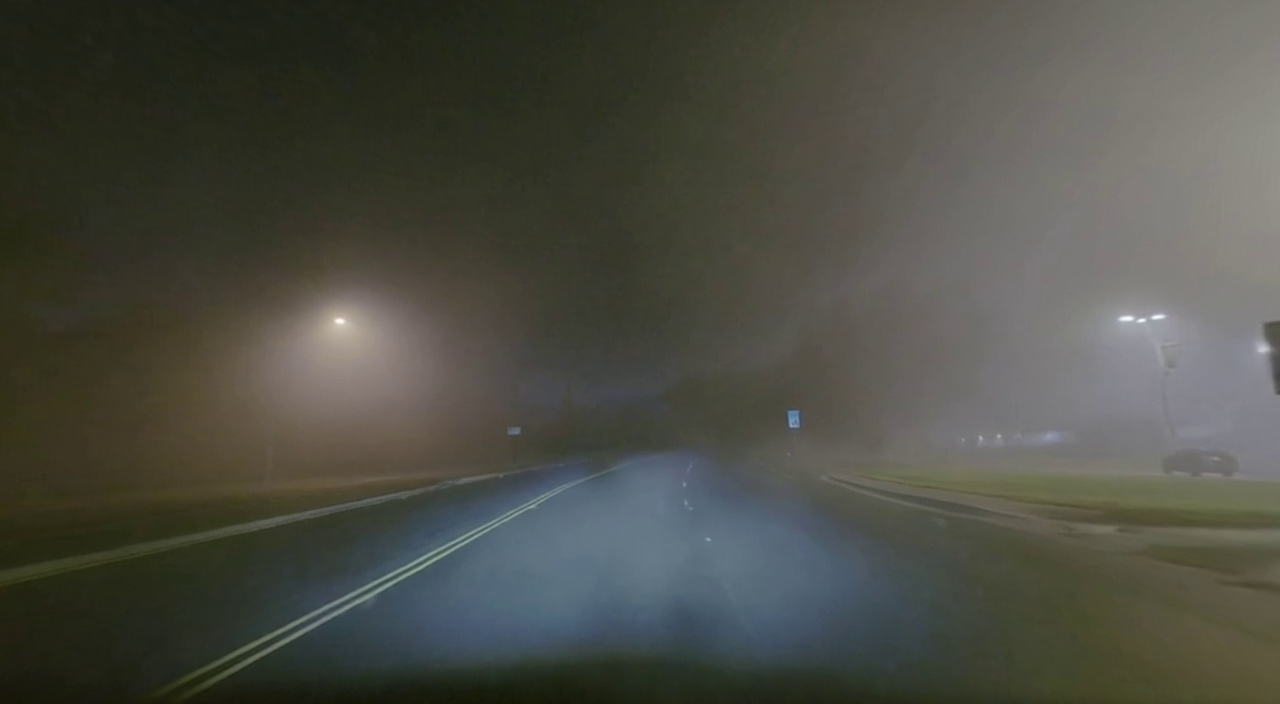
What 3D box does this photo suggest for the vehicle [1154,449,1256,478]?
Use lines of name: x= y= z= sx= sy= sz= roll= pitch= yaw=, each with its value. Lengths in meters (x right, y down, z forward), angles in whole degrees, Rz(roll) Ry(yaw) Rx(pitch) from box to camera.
vehicle: x=30.495 y=6.105 z=34.338 sx=1.807 sy=1.443 sz=4.905 roll=0 pitch=-11 yaw=12
